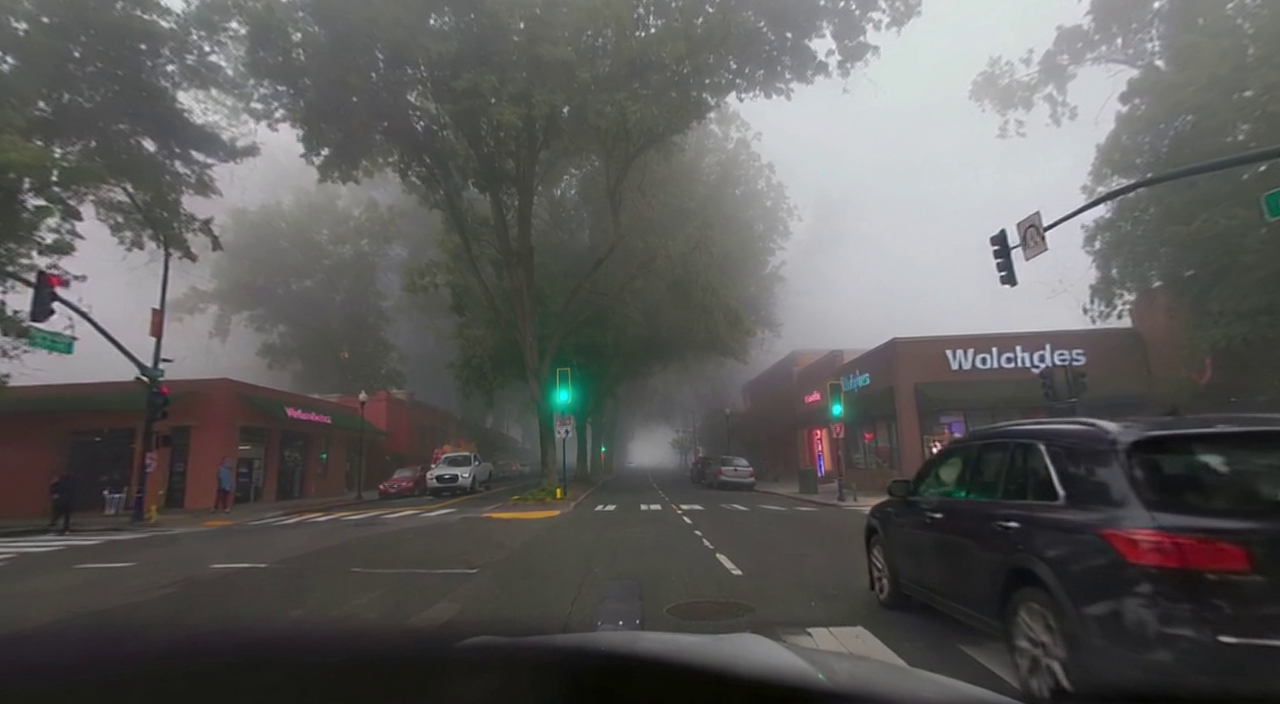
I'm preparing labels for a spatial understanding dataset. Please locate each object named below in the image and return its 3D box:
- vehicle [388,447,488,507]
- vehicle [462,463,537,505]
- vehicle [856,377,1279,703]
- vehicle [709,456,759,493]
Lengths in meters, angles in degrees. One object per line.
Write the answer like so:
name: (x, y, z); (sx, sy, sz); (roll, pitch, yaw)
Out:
vehicle: (-8.776, 5.438, 28.172); (2.489, 2.323, 5.843); (0, -8, 0)
vehicle: (-5.744, 5.436, 26.424); (1.983, 1.438, 4.559); (0, -8, 1)
vehicle: (2.737, 1.124, 3.854); (1.822, 1.654, 2.794); (0, -8, 1)
vehicle: (5.195, 6.809, 35.544); (2.010, 1.844, 4.386); (0, -8, -2)
